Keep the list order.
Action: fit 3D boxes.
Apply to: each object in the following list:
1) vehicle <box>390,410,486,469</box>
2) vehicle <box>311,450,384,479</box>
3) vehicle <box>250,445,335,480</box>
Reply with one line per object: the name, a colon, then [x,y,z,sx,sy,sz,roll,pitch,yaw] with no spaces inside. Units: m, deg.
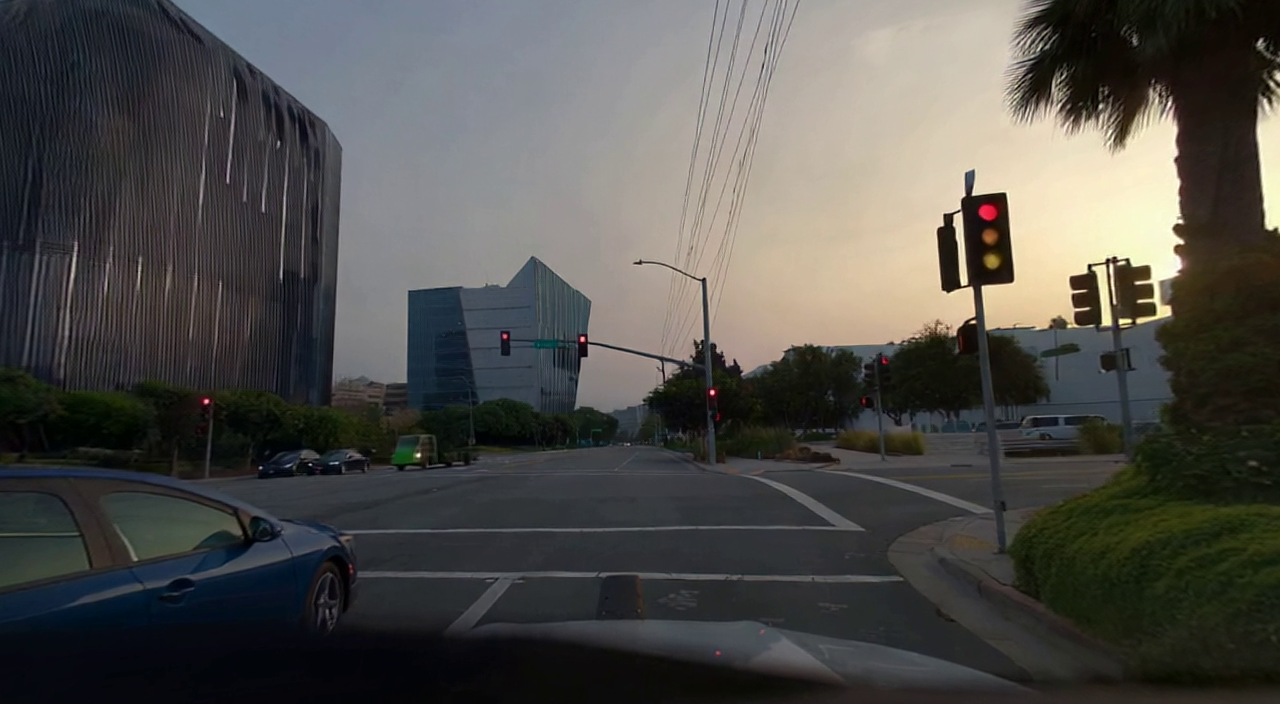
vehicle: [-14.991,6.757,48.035,3.014,3.949,11.279,0,-9,3]
vehicle: [-15.357,5.923,33.305,1.875,1.389,3.784,0,-9,3]
vehicle: [-19.081,6.059,34.844,2.017,1.739,4.569,0,-9,1]
